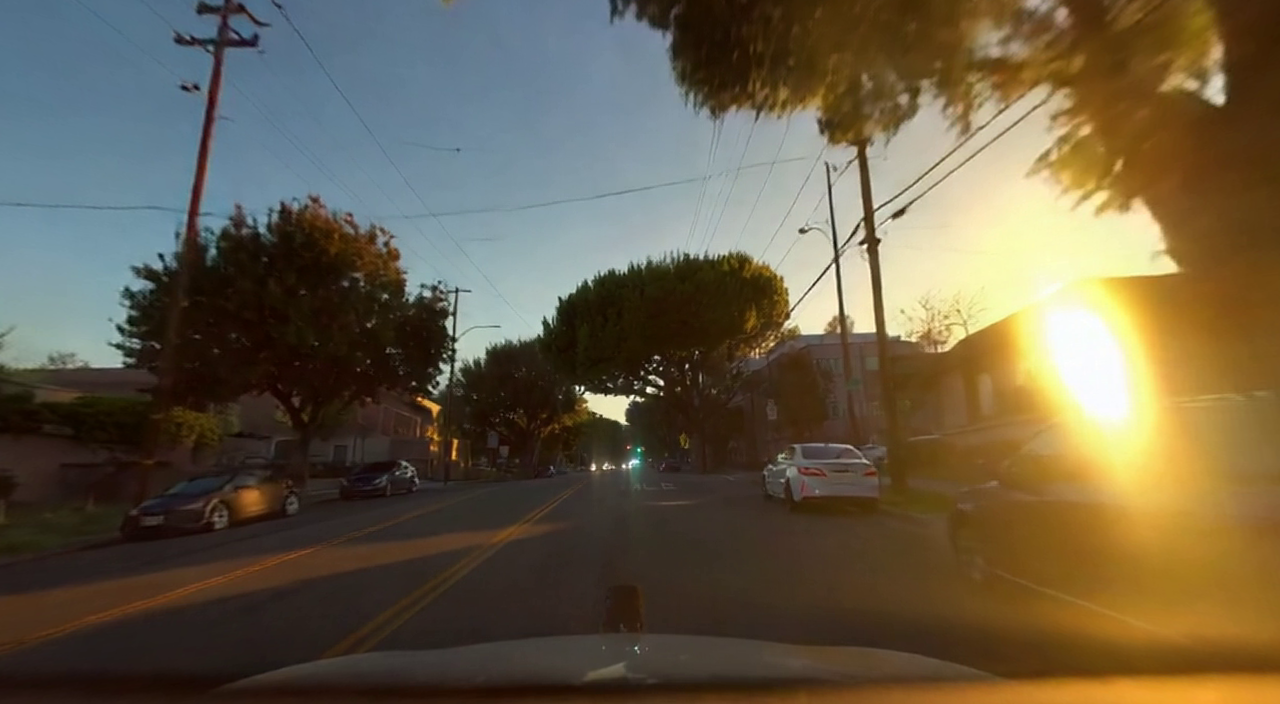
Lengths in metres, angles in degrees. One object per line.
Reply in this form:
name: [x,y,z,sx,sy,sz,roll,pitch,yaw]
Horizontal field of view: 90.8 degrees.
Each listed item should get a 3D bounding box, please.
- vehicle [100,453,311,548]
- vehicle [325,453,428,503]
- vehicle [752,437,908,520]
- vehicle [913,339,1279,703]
vehicle: [-9.407,3.176,14.175,1.884,1.526,4.061,-5,-8,0]
vehicle: [-9.469,4.534,23.175,2.000,1.495,4.687,-2,-9,-3]
vehicle: [3.819,2.627,13.707,1.946,1.468,4.721,0,-9,0]
vehicle: [3.735,1.041,4.007,2.155,1.747,4.311,-1,-9,2]
